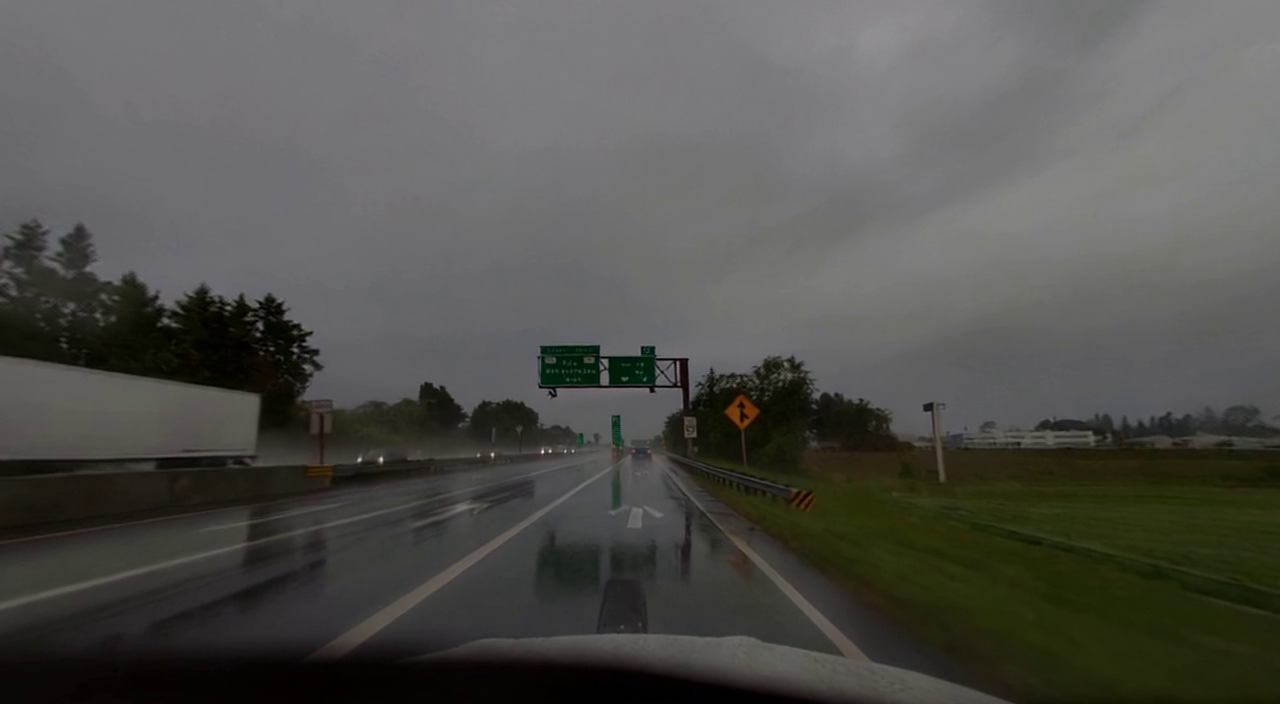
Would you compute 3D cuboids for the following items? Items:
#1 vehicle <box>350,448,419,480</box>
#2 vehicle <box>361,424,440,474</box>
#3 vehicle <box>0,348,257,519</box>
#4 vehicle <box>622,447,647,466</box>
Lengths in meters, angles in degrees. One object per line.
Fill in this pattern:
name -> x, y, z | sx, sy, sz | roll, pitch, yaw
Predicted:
vehicle -> -14.808, 6.504, 36.888 | 2.144, 1.764, 4.730 | 0, -9, -1
vehicle -> -18.797, 7.549, 49.025 | 3.061, 3.490, 8.999 | 7, -11, -37
vehicle -> -14.960, 2.257, 16.724 | 2.988, 3.568, 10.170 | 0, -9, 1
vehicle -> -0.396, 8.300, 49.955 | 1.807, 1.427, 3.645 | -1, -9, 2
